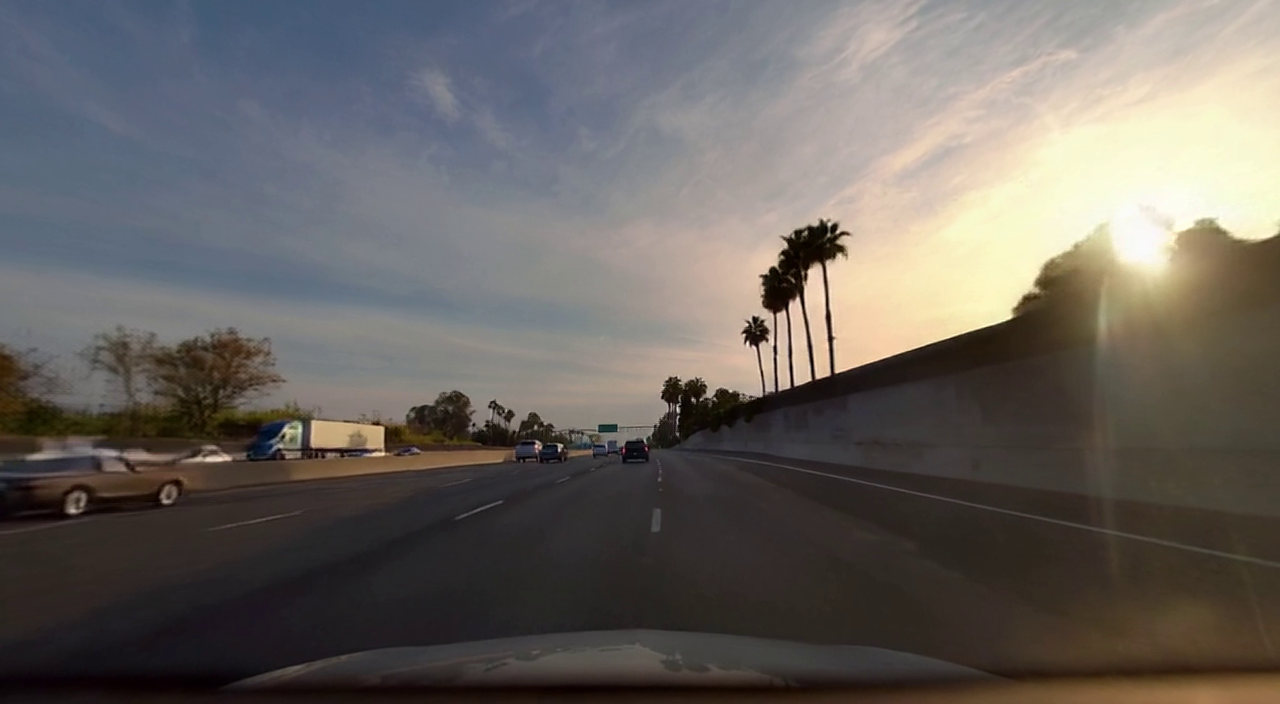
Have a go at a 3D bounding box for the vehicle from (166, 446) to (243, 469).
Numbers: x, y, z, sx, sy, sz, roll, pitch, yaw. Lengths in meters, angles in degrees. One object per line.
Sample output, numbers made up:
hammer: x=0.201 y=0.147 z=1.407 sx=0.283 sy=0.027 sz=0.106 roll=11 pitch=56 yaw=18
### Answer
vehicle: x=-29.615 y=7.168 z=43.162 sx=1.845 sy=1.452 sz=4.553 roll=-1 pitch=-9 yaw=4

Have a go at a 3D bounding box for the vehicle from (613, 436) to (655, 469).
vehicle: x=-0.262 y=5.540 z=34.920 sx=2.201 sy=1.672 sz=4.128 roll=0 pitch=-9 yaw=2

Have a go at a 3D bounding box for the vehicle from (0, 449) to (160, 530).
vehicle: x=-12.793 y=2.740 z=12.973 sx=1.946 sy=1.473 sz=4.763 roll=0 pitch=-9 yaw=3

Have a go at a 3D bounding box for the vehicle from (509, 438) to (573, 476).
vehicle: x=-4.718 y=5.092 z=30.866 sx=2.204 sy=1.677 sz=4.438 roll=0 pitch=-9 yaw=3
